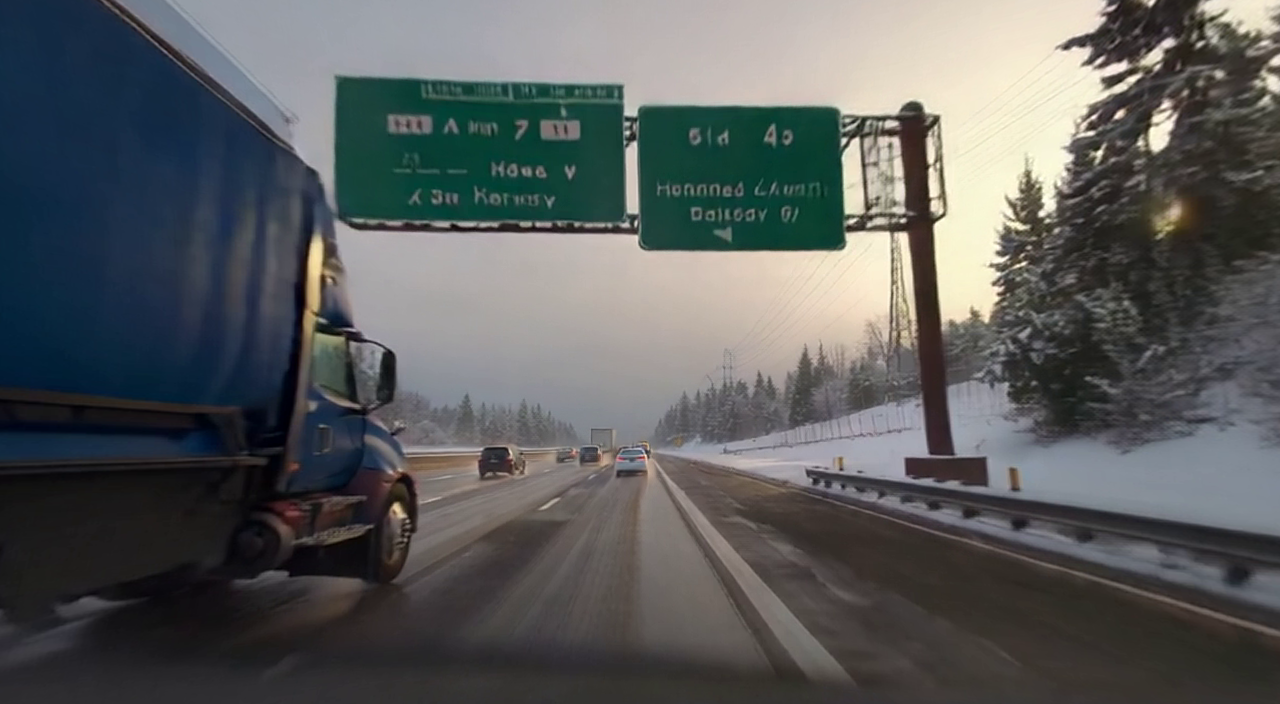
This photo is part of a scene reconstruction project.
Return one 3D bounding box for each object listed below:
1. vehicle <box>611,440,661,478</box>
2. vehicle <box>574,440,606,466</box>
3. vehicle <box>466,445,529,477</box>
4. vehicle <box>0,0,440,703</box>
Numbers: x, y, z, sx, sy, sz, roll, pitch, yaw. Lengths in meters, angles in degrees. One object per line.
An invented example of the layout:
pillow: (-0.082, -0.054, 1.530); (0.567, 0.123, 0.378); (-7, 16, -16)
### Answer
vehicle: (-0.176, 5.043, 29.878); (2.178, 1.640, 4.071); (0, -9, 0)
vehicle: (-3.834, 7.829, 48.863); (2.109, 1.840, 4.614); (0, -9, 0)
vehicle: (-7.094, 5.452, 31.795); (2.025, 1.510, 4.582); (0, -9, 1)
vehicle: (-3.544, 0.005, 1.451); (3.023, 3.246, 9.102); (0, -9, 1)
